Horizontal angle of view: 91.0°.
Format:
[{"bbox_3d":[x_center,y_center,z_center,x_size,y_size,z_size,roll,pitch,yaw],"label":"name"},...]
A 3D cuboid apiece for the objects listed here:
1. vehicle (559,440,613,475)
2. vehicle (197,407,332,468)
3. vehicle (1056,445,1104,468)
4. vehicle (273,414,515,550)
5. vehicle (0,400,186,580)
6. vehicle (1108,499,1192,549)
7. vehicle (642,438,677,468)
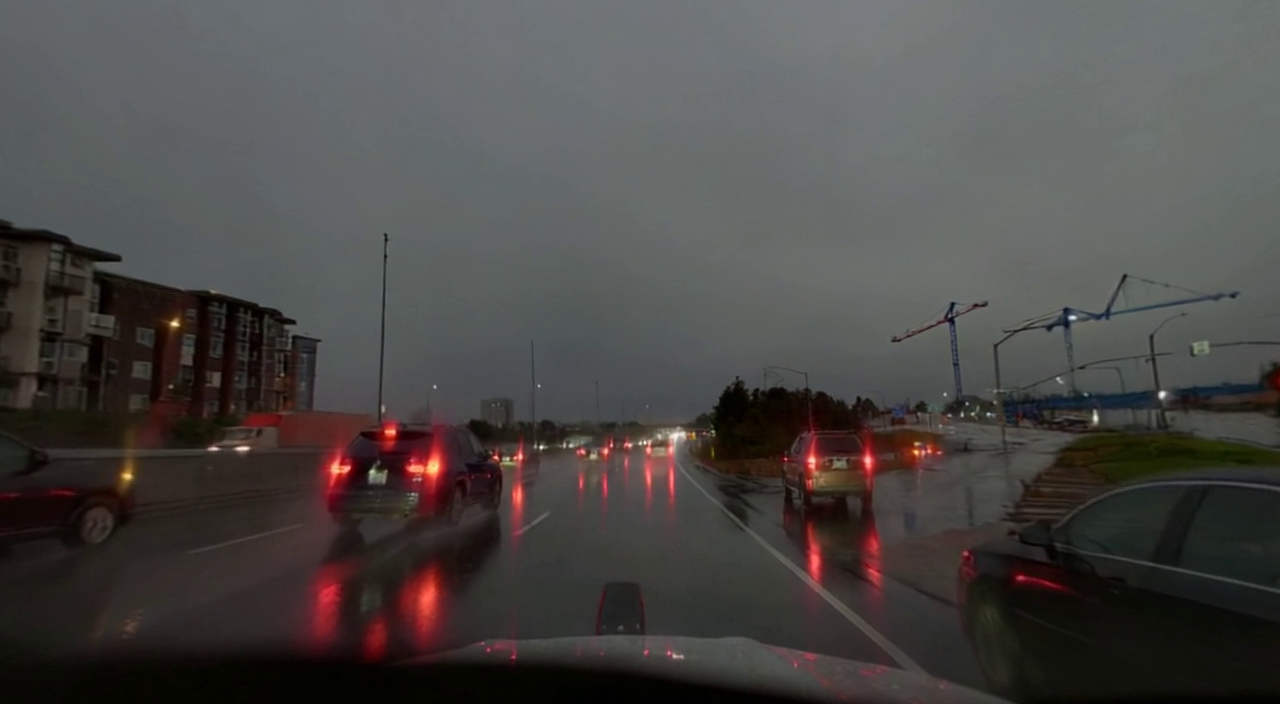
[{"bbox_3d":[-2.725,5.445,32.909,2.109,1.657,4.554,0,-8,4],"label":"vehicle"},{"bbox_3d":[-22.732,5.332,38.884,2.938,3.320,8.188,0,-8,2],"label":"vehicle"},{"bbox_3d":[32.304,7.616,46.341,1.840,1.533,4.657,-3,-9,22],"label":"vehicle"},{"bbox_3d":[-3.579,1.974,10.269,2.045,1.710,4.382,0,-8,2],"label":"vehicle"},{"bbox_3d":[-7.237,1.331,6.106,2.113,1.724,4.656,0,-8,1],"label":"vehicle"},{"bbox_3d":[22.191,7.436,27.581,1.873,1.547,4.240,-4,-9,27],"label":"vehicle"},{"bbox_3d":[1.210,6.507,40.707,2.116,1.763,4.352,0,-8,1],"label":"vehicle"}]
